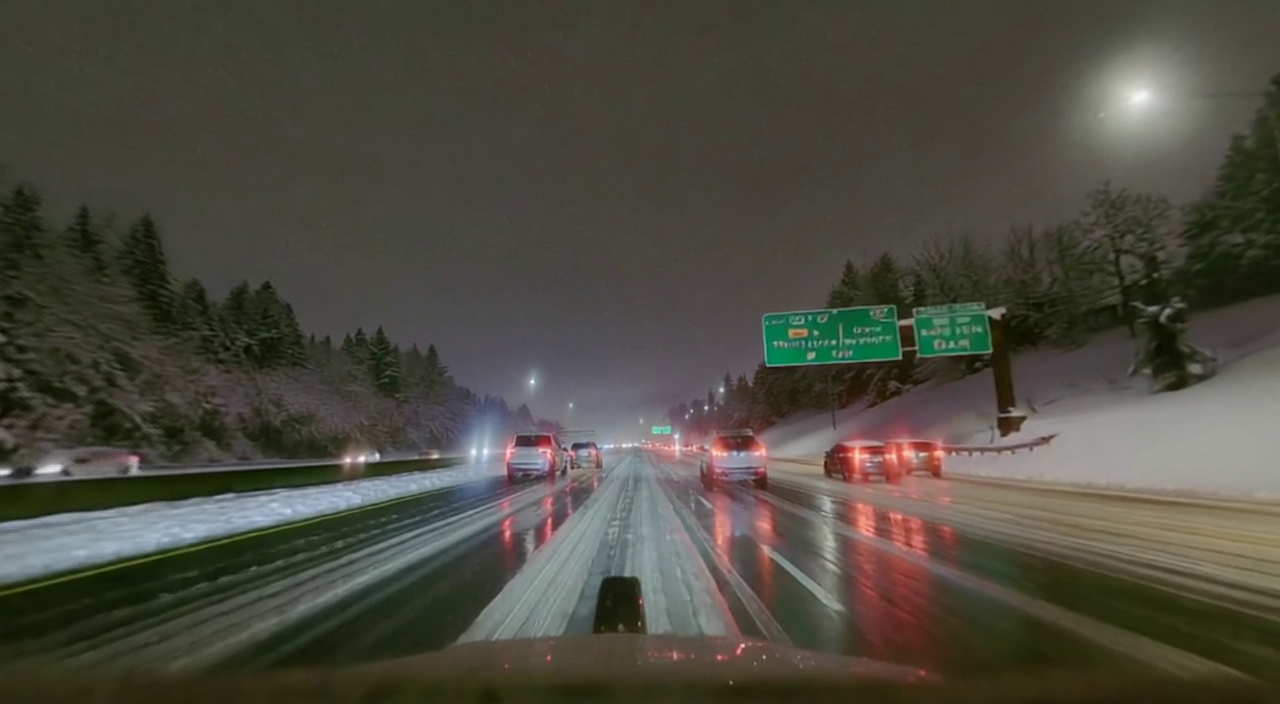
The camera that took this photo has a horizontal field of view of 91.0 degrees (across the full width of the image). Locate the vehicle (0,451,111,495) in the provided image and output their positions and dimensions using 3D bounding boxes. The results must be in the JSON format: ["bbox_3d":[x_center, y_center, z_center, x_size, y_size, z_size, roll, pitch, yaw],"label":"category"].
[{"bbox_3d":[-24.109,4.727,24.998,1.968,1.518,4.676,0,-9,2],"label":"vehicle"}]

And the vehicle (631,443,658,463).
[{"bbox_3d":[0.347,8.016,49.938,2.047,1.493,3.890,1,-9,0],"label":"vehicle"}]

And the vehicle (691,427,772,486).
[{"bbox_3d":[2.918,3.442,20.978,2.181,1.728,3.970,0,-9,1],"label":"vehicle"}]

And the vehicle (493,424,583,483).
[{"bbox_3d":[-3.365,3.501,21.830,2.199,1.777,4.790,0,-9,1],"label":"vehicle"}]

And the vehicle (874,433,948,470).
[{"bbox_3d":[13.783,5.100,32.346,2.010,1.765,4.375,0,-9,3],"label":"vehicle"}]

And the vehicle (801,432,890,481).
[{"bbox_3d":[7.727,3.962,24.101,2.022,1.682,4.226,0,-9,1],"label":"vehicle"}]
